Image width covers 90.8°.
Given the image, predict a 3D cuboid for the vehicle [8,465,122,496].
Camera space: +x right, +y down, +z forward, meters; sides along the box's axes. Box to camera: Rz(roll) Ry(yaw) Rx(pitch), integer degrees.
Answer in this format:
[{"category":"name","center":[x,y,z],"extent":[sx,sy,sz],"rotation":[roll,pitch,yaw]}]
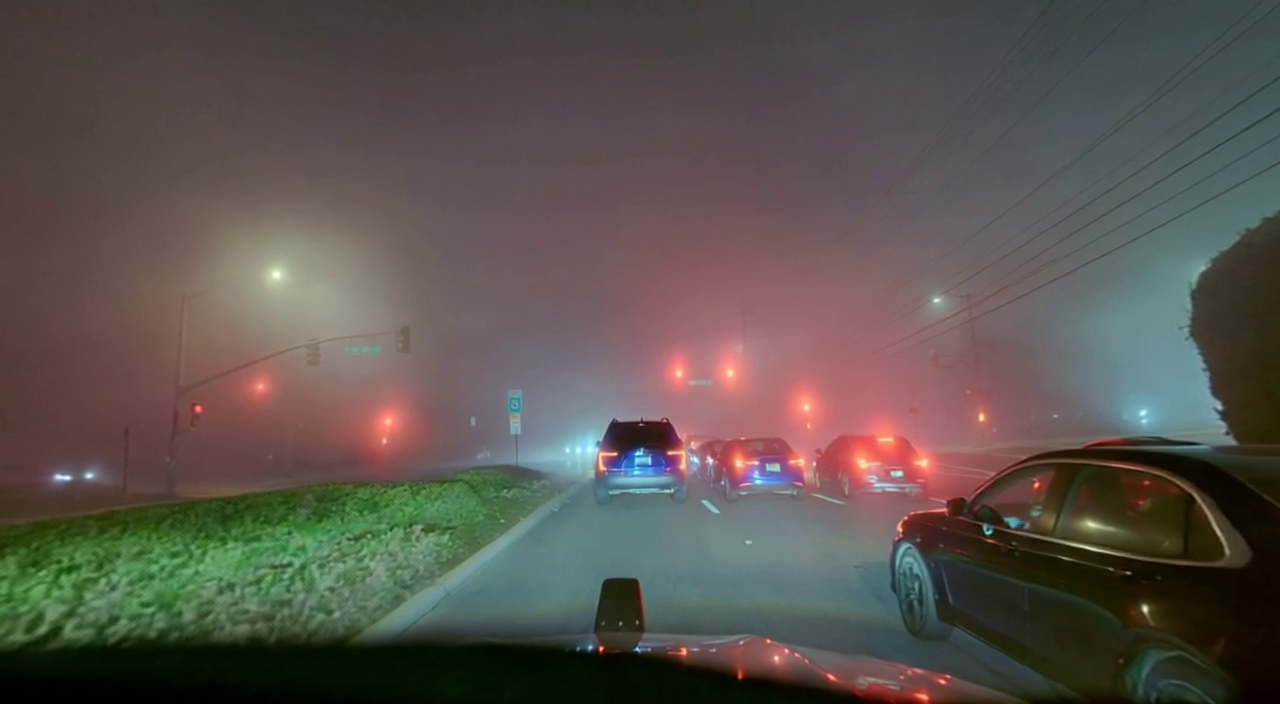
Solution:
[{"category":"vehicle","center":[-33.235,7.431,36.632],"extent":[4.550,1.601,1.766],"rotation":[1,-9,-7]}]

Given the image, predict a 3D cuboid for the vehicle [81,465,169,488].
[{"category":"vehicle","center":[-37.805,9.127,46.504],"extent":[4.569,1.505,1.992],"rotation":[1,-9,-5]}]

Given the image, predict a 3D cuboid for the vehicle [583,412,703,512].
[{"category":"vehicle","center":[0.044,2.430,14.365],"extent":[2.236,1.856,4.816],"rotation":[0,-9,0]}]

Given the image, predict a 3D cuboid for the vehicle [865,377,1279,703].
[{"category":"vehicle","center":[2.779,0.948,2.724],"extent":[2.004,1.460,4.297],"rotation":[0,-8,0]}]

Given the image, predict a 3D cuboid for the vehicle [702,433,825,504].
[{"category":"vehicle","center":[2.816,2.770,15.494],"extent":[2.025,1.477,4.333],"rotation":[0,-9,-1]}]
